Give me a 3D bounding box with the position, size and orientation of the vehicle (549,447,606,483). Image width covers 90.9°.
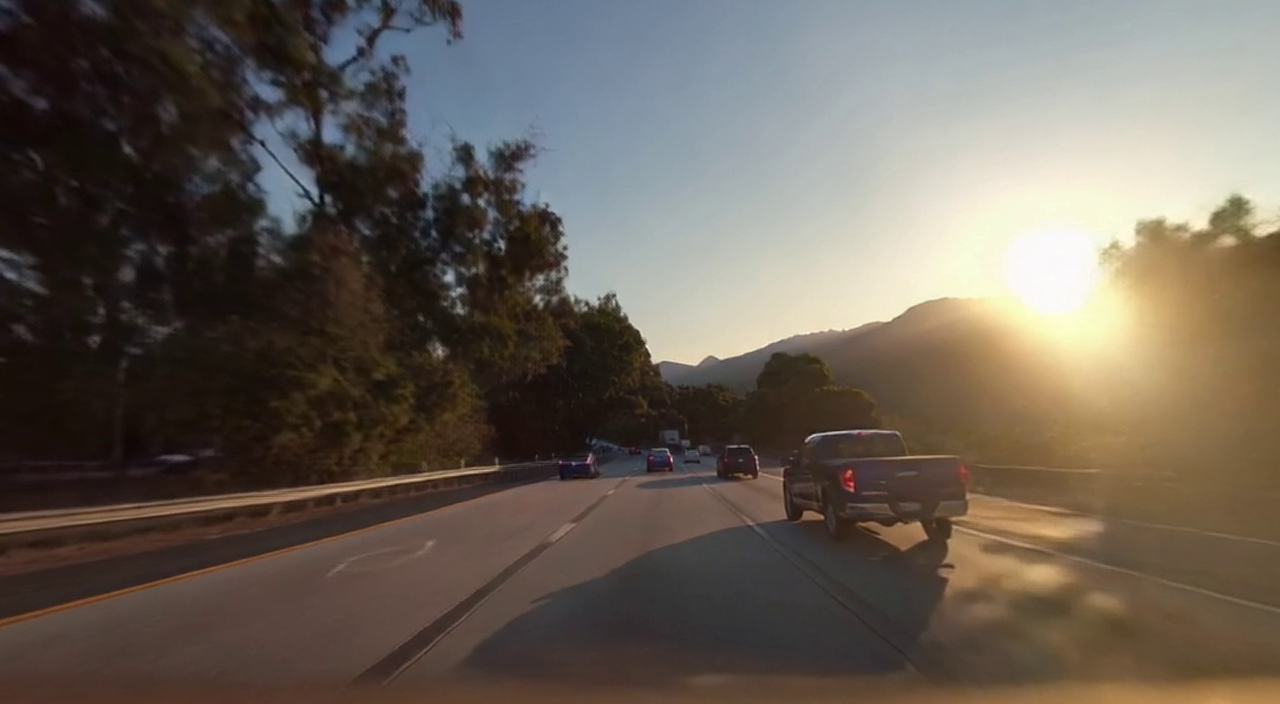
[{"bbox_3d":[-2.923,5.393,30.406,2.109,1.530,4.646,-1,-8,2],"label":"vehicle"}]

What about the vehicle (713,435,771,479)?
[{"bbox_3d":[4.866,5.107,30.863,2.057,1.958,4.495,0,-8,0],"label":"vehicle"}]

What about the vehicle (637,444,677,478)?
[{"bbox_3d":[0.866,5.693,33.219,1.959,1.604,4.065,-1,-8,1],"label":"vehicle"}]

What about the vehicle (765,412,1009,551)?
[{"bbox_3d":[3.857,2.144,11.245,2.229,1.837,5.387,-1,-8,1],"label":"vehicle"}]

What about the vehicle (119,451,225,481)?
[{"bbox_3d":[-27.859,6.786,37.855,2.172,1.609,5.420,-1,-8,1],"label":"vehicle"}]
